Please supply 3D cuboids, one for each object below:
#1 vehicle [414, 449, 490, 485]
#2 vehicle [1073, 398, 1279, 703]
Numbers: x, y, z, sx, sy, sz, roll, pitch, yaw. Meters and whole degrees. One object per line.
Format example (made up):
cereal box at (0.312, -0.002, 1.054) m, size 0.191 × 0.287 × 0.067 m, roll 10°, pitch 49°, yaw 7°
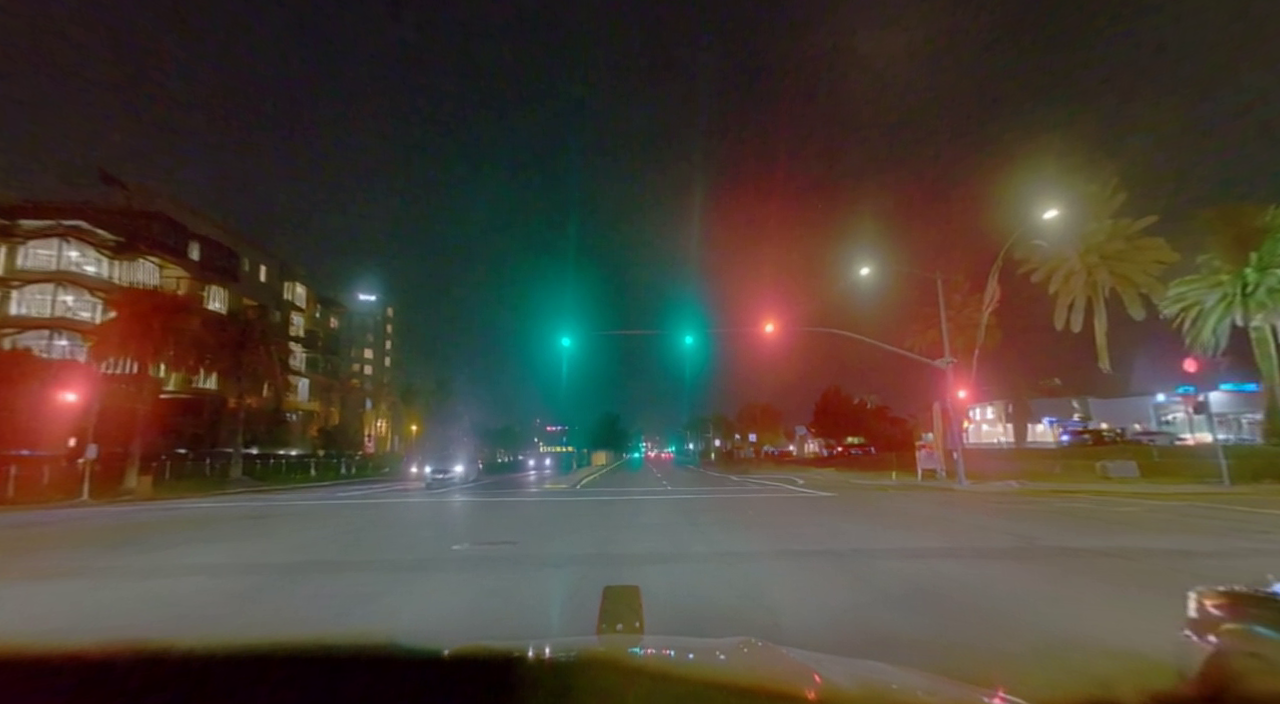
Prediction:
vehicle at (-8.673, 5.317, 29.602) m, size 2.095 × 1.482 × 4.523 m, roll 0°, pitch -8°, yaw 1°
vehicle at (3.168, 0.719, 0.889) m, size 1.997 × 1.473 × 4.282 m, roll 0°, pitch -8°, yaw -1°
